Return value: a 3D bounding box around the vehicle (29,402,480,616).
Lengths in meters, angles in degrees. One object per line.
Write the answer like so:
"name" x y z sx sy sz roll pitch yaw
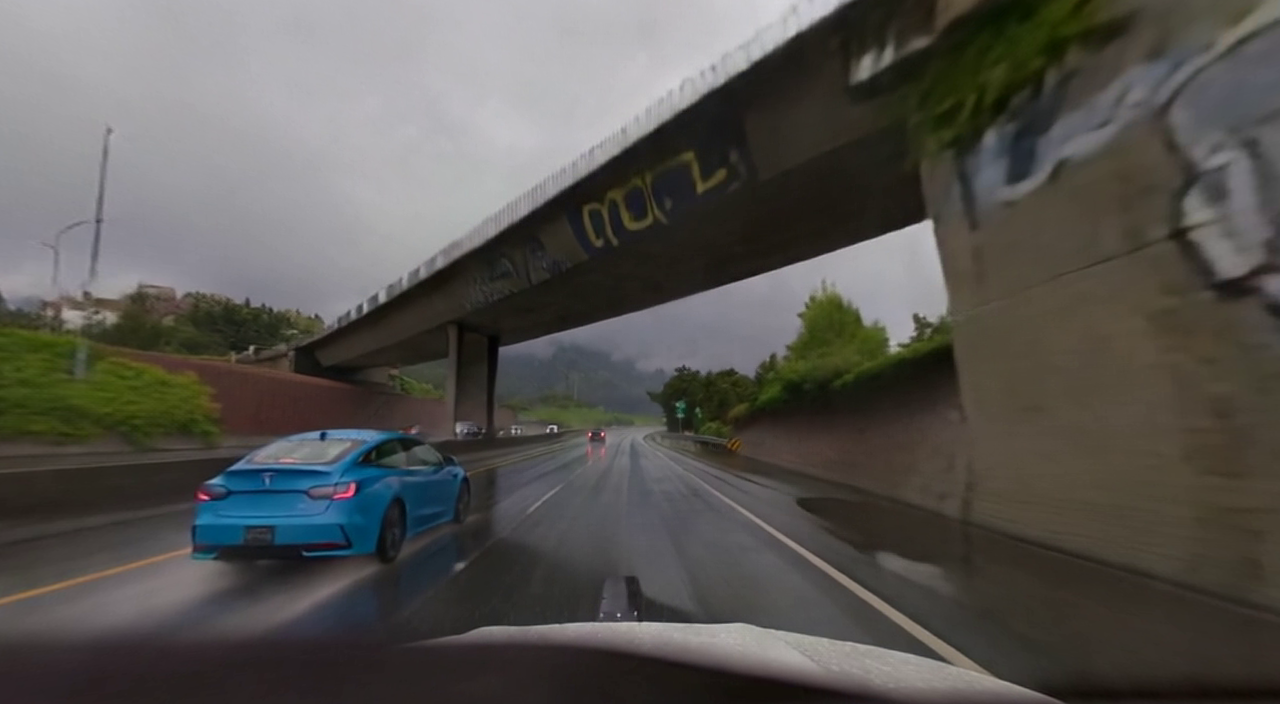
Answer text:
"vehicle" -3.405 1.449 6.953 2.108 1.555 4.574 0 -7 -1
